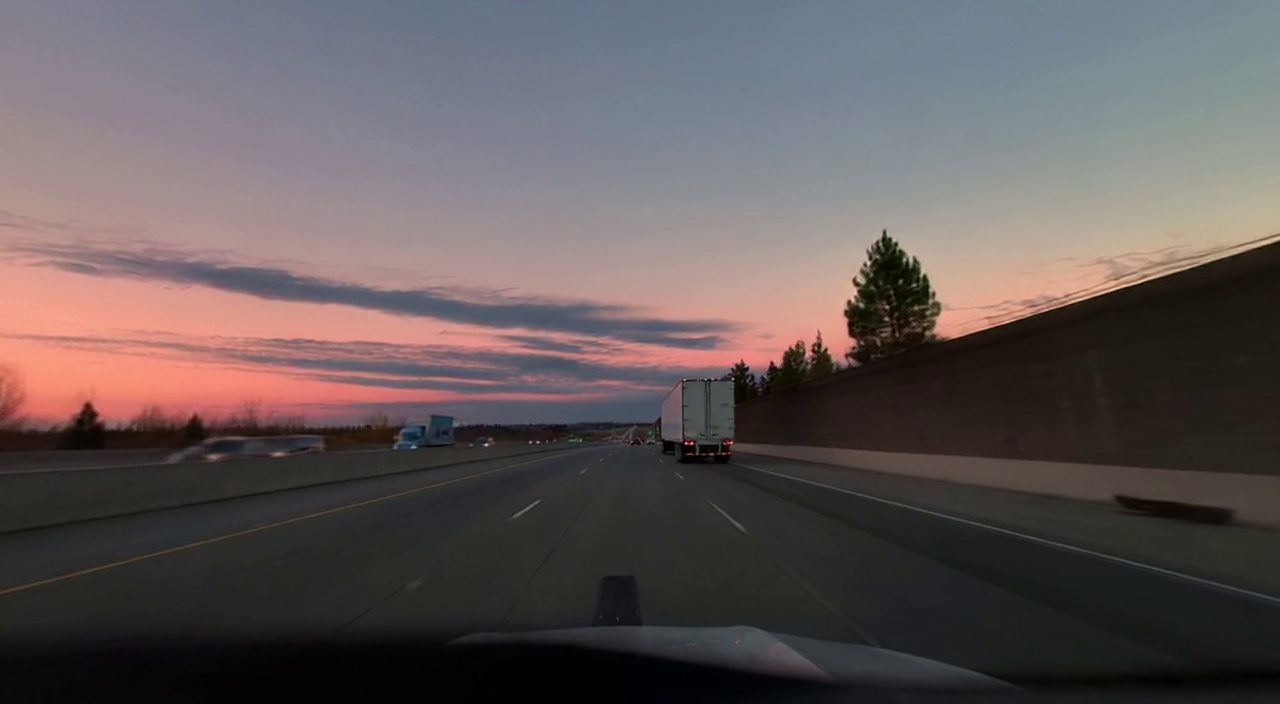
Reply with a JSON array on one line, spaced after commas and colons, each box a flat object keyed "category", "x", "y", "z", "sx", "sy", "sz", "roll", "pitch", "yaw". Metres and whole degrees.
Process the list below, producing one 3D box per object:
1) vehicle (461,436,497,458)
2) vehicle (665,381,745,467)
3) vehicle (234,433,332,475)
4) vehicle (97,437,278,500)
[{"category": "vehicle", "x": -12.377, "y": 7.332, "z": 48.533, "sx": 1.825, "sy": 1.547, "sz": 3.994, "roll": -2, "pitch": -8, "yaw": 0}, {"category": "vehicle", "x": 3.499, "y": 4.518, "z": 38.437, "sx": 2.979, "sy": 4.161, "sz": 15.508, "roll": 1, "pitch": -7, "yaw": -1}, {"category": "vehicle", "x": -16.119, "y": 4.601, "z": 28.712, "sx": 1.986, "sy": 1.711, "sz": 4.377, "roll": 0, "pitch": -8, "yaw": -2}, {"category": "vehicle", "x": -12.088, "y": 3.098, "z": 17.245, "sx": 1.847, "sy": 1.490, "sz": 4.234, "roll": 0, "pitch": -8, "yaw": -1}]
